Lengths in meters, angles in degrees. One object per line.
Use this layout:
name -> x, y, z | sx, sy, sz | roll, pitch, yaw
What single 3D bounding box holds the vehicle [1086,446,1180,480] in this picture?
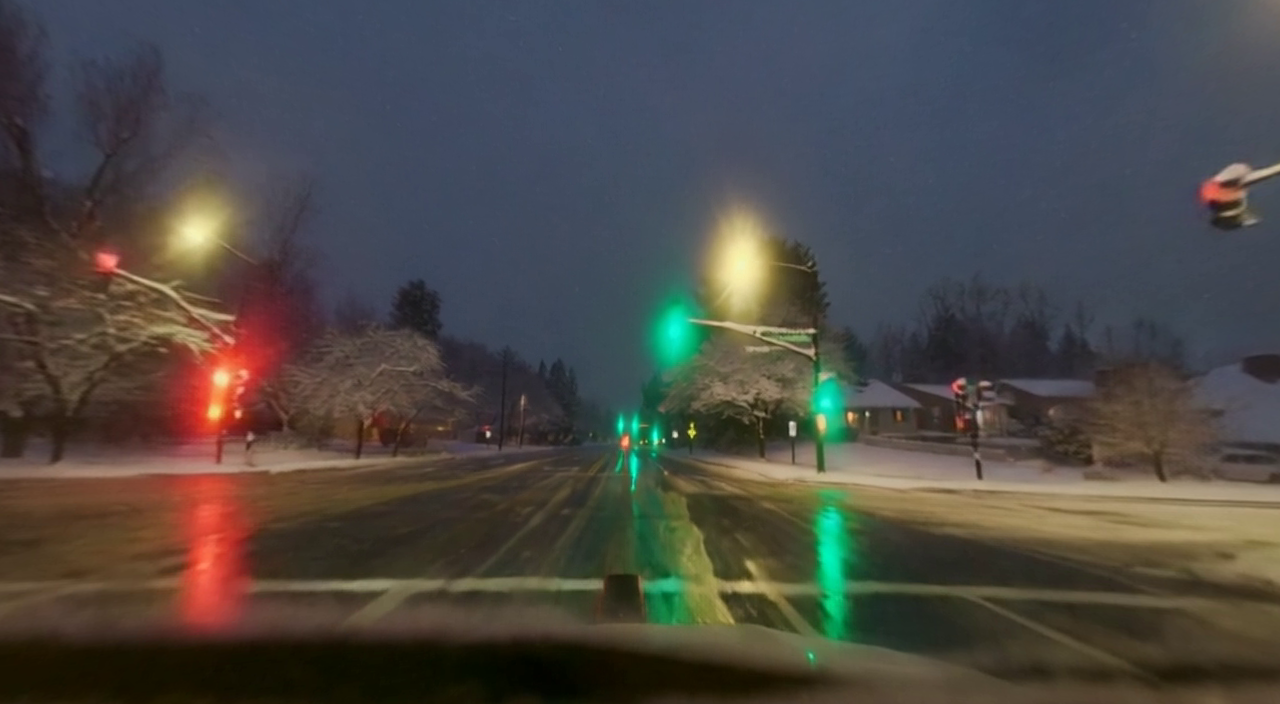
vehicle -> 27.087, 6.103, 34.778 | 3.878, 1.462, 1.783 | 5, -7, -5
